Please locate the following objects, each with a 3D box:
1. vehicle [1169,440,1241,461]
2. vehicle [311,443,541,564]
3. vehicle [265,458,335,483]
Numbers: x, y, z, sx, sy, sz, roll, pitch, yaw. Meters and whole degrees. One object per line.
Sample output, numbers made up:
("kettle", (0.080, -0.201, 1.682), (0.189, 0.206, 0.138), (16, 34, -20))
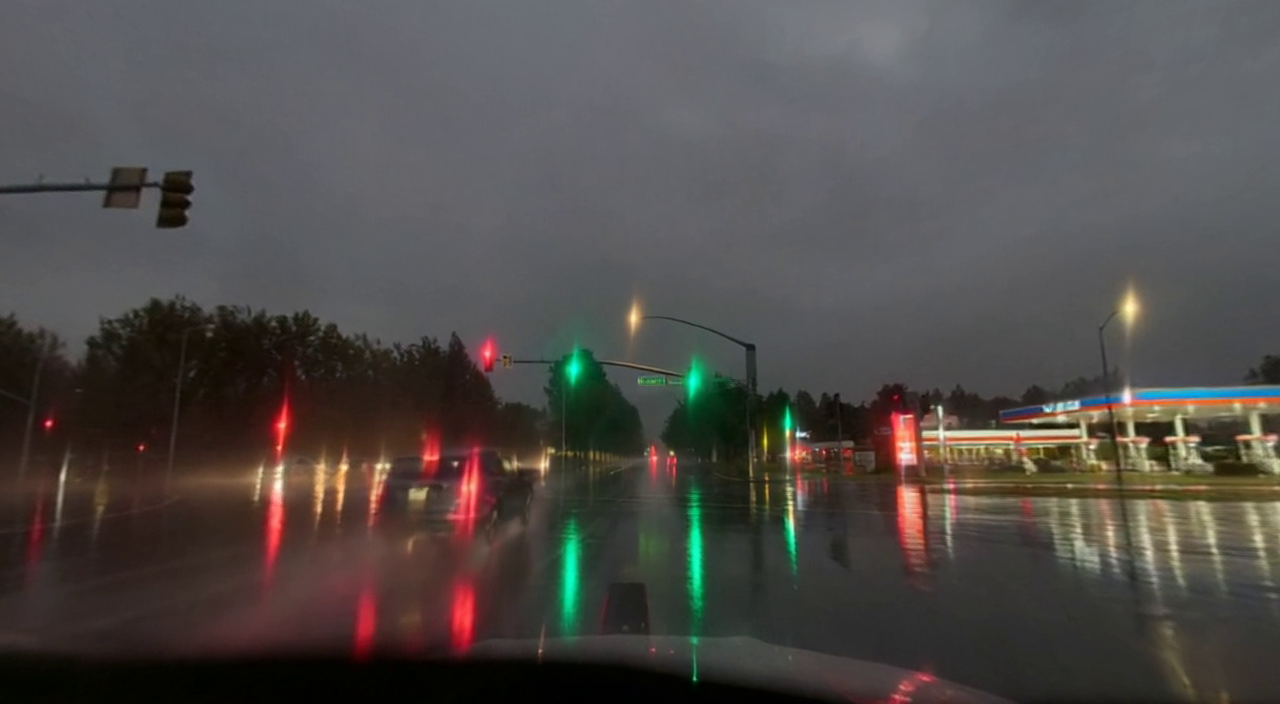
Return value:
("vehicle", (40.276, 7.009, 44.960), (3.518, 1.433, 1.763), (1, -9, -5))
("vehicle", (-3.032, 2.239, 10.184), (2.041, 1.483, 4.533), (0, -9, 1))
("vehicle", (-20.881, 7.293, 38.957), (1.821, 1.371, 4.545), (0, -9, -1))
